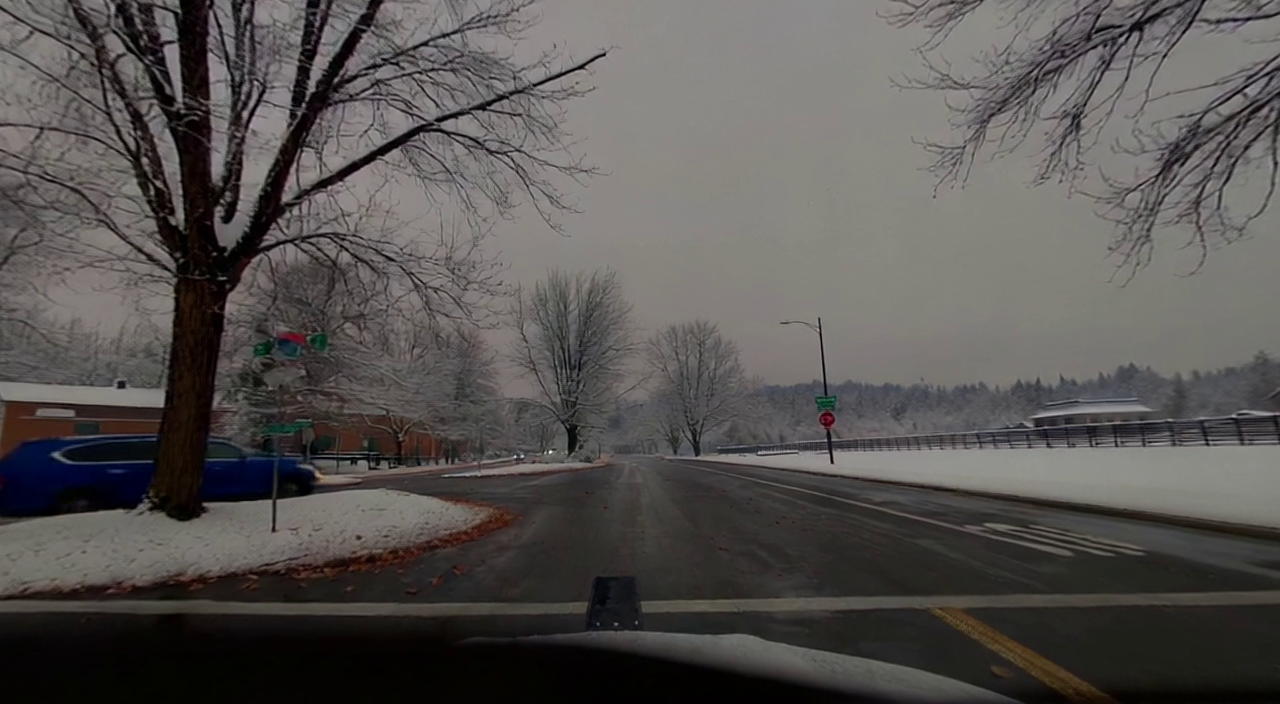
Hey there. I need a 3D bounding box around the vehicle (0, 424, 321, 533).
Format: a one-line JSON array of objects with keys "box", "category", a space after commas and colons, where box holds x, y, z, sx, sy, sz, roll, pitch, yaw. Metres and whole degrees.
[{"box": [-10.689, 2.746, 14.317, 5.607, 2.012, 2.284, 7, -11, -40], "category": "vehicle"}]
